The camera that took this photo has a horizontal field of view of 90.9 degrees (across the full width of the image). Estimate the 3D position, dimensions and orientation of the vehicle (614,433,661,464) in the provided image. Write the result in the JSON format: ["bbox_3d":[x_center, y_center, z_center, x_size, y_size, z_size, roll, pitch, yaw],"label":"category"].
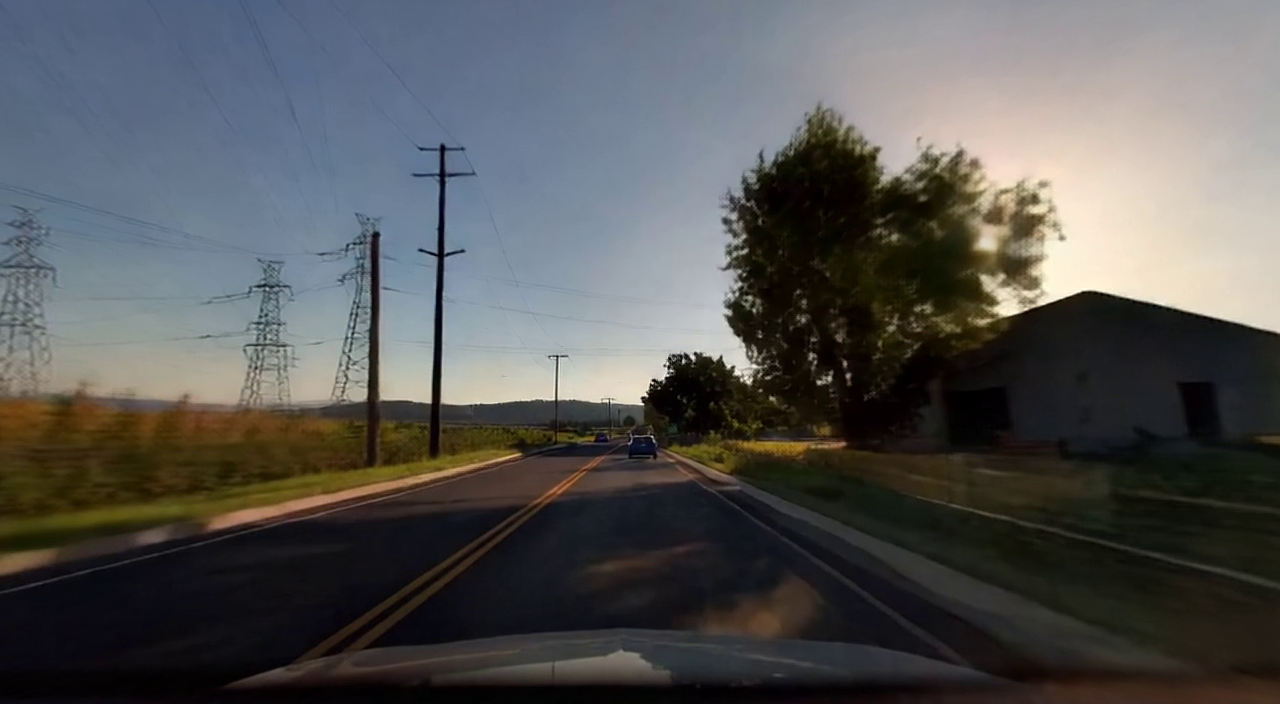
[{"bbox_3d":[-0.138,4.911,32.279,2.241,1.471,3.829,0,-8,-1],"label":"vehicle"}]
